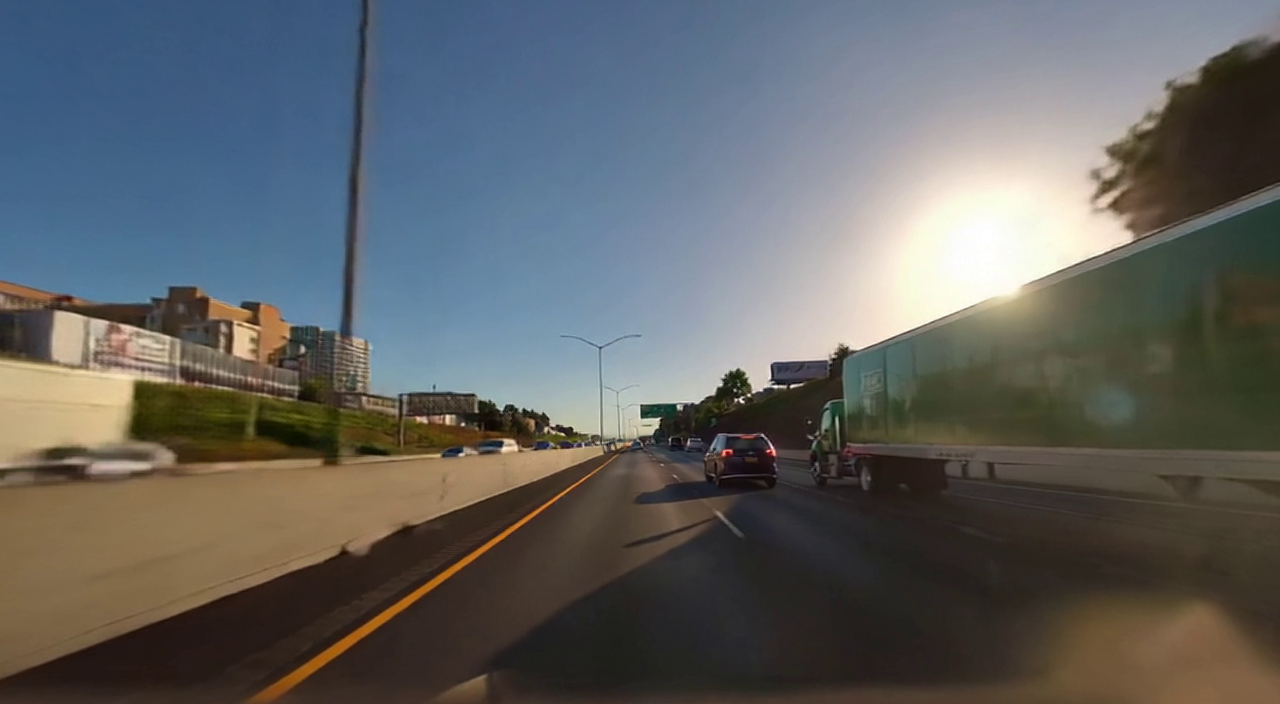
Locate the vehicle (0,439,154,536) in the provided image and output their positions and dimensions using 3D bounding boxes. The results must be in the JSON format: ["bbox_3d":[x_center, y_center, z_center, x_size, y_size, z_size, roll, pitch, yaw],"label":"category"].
[{"bbox_3d":[-10.795,2.217,10.582,1.943,1.468,4.227,0,-9,-1],"label":"vehicle"}]

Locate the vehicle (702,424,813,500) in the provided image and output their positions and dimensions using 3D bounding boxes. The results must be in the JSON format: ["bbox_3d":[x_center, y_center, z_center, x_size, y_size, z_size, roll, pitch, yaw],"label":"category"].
[{"bbox_3d":[2.888,2.830,16.589,1.973,1.710,4.476,0,-9,-1],"label":"vehicle"}]

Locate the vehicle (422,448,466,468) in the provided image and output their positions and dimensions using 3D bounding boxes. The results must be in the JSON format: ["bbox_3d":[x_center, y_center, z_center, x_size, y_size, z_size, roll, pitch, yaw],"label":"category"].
[{"bbox_3d":[-14.730,7.977,47.710,1.889,1.432,4.473,0,-9,1],"label":"vehicle"}]

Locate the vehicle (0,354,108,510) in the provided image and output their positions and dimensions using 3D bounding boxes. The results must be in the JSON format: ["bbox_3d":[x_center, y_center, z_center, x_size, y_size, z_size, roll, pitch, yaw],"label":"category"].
[{"bbox_3d":[-18.452,1.444,12.189,2.866,4.122,15.694,0,-9,0],"label":"vehicle"}]

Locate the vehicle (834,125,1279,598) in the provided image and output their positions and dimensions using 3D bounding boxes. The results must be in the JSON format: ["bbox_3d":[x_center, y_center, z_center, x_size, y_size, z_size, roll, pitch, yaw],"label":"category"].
[{"bbox_3d":[6.910,0.745,9.932,2.864,4.060,14.637,0,-9,-1],"label":"vehicle"}]

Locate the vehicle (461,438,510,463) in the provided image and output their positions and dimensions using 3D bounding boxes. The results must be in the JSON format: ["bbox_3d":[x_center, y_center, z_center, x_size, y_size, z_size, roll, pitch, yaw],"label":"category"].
[{"bbox_3d":[-10.698,6.888,44.135,2.018,1.637,5.003,0,-9,1],"label":"vehicle"}]
